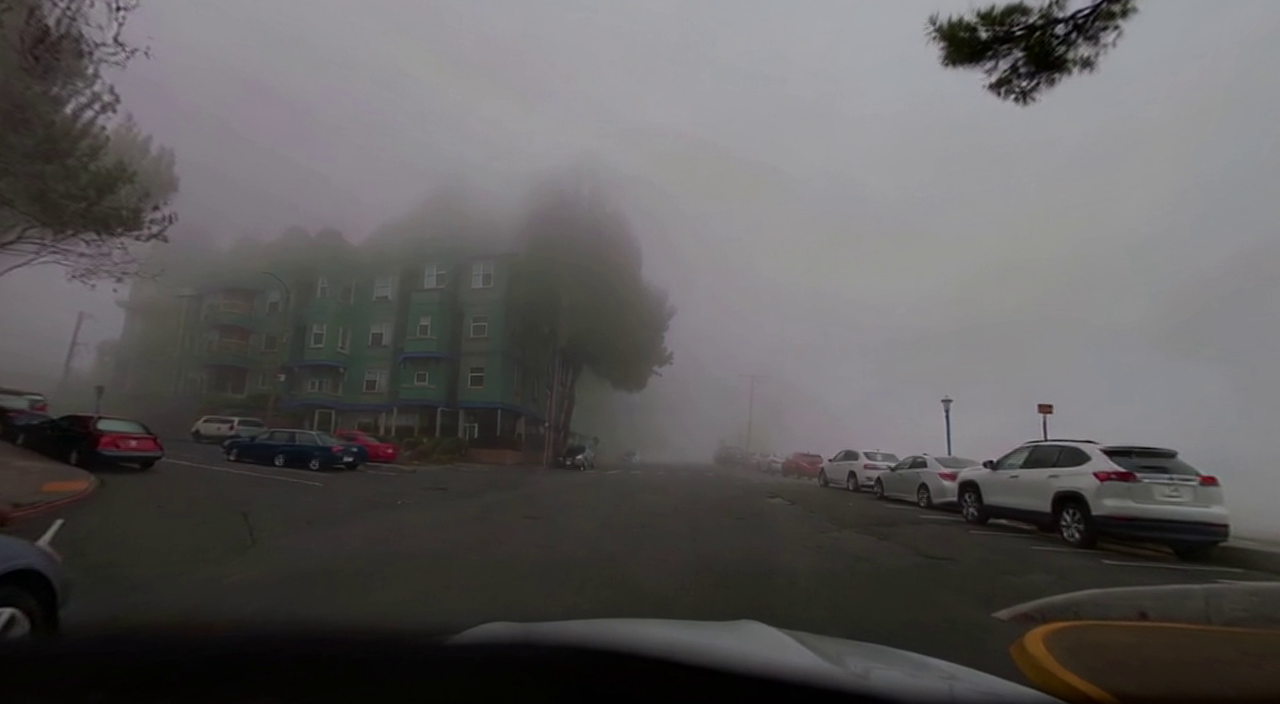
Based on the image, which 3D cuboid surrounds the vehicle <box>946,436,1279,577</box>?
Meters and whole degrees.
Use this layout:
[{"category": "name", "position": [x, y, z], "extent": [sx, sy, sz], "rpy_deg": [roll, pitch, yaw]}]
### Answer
[{"category": "vehicle", "position": [7.509, 2.382, 10.755], "extent": [2.181, 1.792, 5.066], "rpy_deg": [0, -9, 2]}]

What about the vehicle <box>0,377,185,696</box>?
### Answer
[{"category": "vehicle", "position": [-4.471, 0.834, 2.264], "extent": [2.285, 1.712, 5.200], "rpy_deg": [1, -9, -7]}]

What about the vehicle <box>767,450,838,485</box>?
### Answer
[{"category": "vehicle", "position": [7.863, 5.621, 31.123], "extent": [2.122, 1.554, 4.777], "rpy_deg": [0, -9, -1]}]

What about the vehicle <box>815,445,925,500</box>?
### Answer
[{"category": "vehicle", "position": [7.936, 4.171, 22.367], "extent": [1.917, 1.704, 4.840], "rpy_deg": [0, -9, -2]}]

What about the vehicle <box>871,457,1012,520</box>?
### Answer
[{"category": "vehicle", "position": [7.825, 3.551, 16.927], "extent": [1.900, 1.368, 4.176], "rpy_deg": [-1, -9, 3]}]

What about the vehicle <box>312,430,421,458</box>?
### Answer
[{"category": "vehicle", "position": [-13.578, 4.627, 31.646], "extent": [4.603, 1.335, 1.889], "rpy_deg": [1, -9, -8]}]

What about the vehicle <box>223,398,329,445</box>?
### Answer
[{"category": "vehicle", "position": [-18.701, 3.586, 32.463], "extent": [4.598, 1.645, 2.019], "rpy_deg": [7, -6, 20]}]
